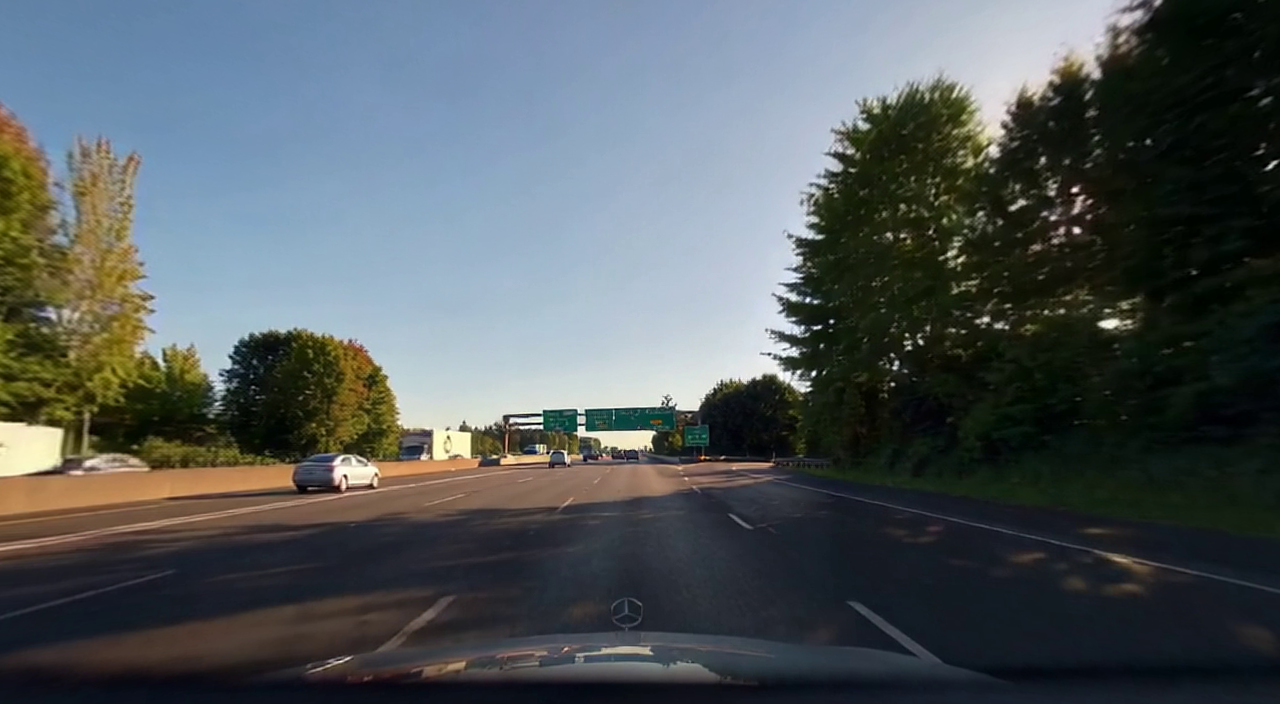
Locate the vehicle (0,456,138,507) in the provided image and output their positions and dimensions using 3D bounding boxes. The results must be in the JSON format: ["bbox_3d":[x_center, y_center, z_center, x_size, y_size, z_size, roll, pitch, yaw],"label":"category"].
[{"bbox_3d":[-19.501,4.220,20.965,1.924,1.449,4.472,0,-9,0],"label":"vehicle"}]

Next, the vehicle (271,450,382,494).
[{"bbox_3d":[-11.602,4.449,23.733,1.981,1.503,4.207,0,-9,0],"label":"vehicle"}]
